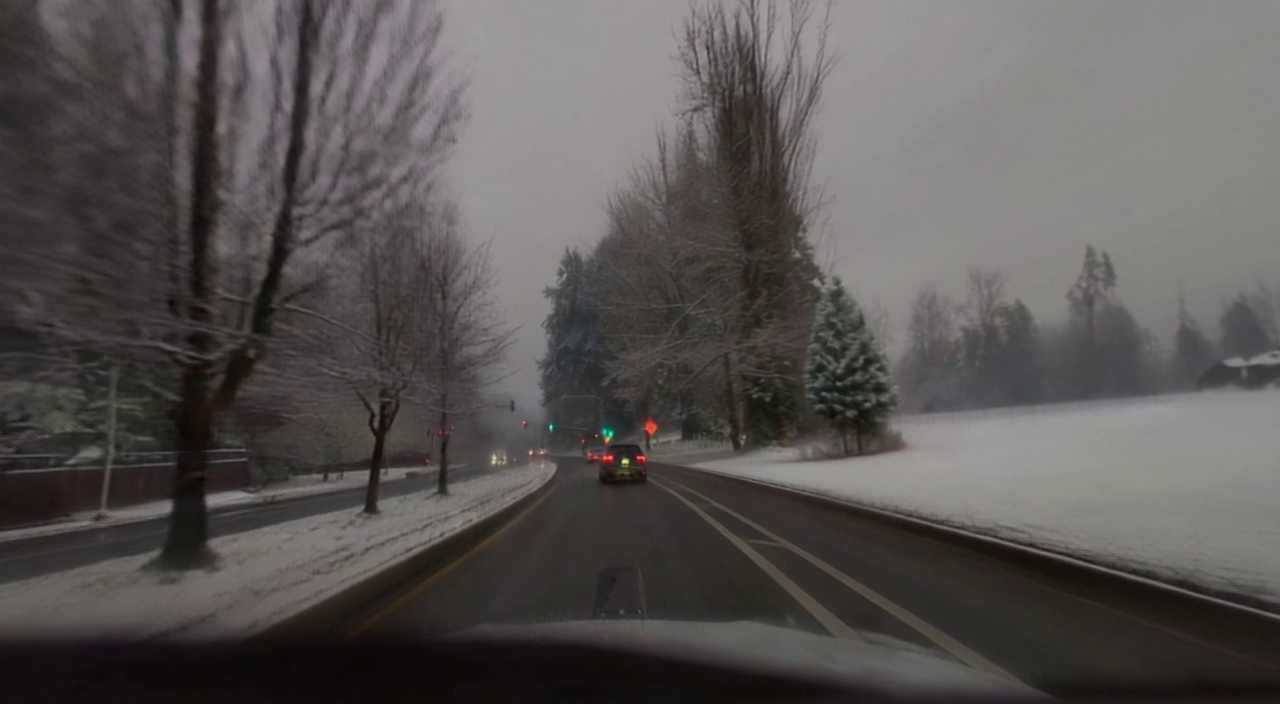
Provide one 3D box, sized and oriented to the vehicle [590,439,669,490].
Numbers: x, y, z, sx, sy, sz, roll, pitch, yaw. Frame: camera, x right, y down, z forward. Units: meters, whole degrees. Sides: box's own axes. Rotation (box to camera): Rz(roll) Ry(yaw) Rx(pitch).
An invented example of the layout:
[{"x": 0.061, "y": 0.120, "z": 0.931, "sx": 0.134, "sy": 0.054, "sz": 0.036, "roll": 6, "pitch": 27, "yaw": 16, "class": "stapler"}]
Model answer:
[{"x": -0.487, "y": 3.735, "z": 21.378, "sx": 2.266, "sy": 1.508, "sz": 4.430, "roll": 1, "pitch": -9, "yaw": -6, "class": "vehicle"}]
